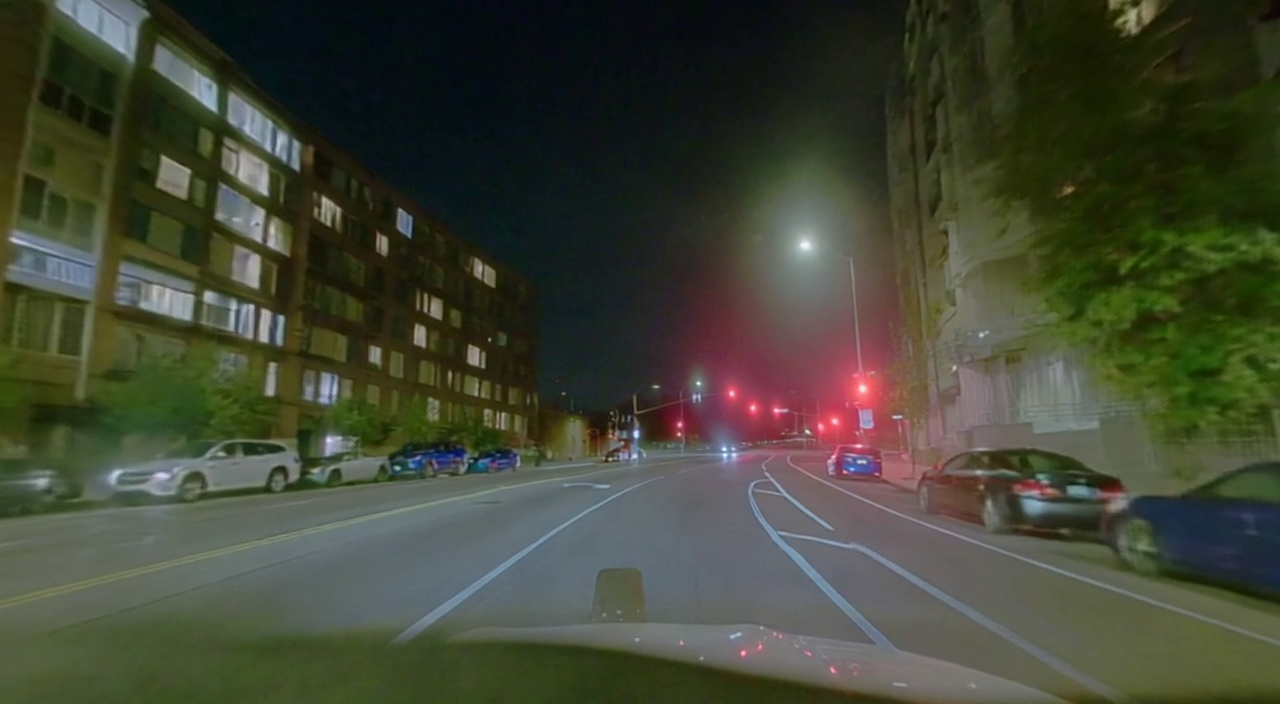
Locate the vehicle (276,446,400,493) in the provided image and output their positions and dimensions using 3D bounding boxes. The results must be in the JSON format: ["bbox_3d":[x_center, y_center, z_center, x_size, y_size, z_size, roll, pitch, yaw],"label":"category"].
[{"bbox_3d":[-10.818,4.208,23.060,1.830,1.497,4.436,-1,-9,9],"label":"vehicle"}]

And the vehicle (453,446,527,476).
[{"bbox_3d":[-8.117,5.948,34.738,1.894,1.493,4.902,-2,-9,14],"label":"vehicle"}]

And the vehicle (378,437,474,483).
[{"bbox_3d":[-9.599,4.869,28.846,2.083,1.882,4.642,-2,-9,10],"label":"vehicle"}]

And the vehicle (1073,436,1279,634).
[{"bbox_3d":[5.756,1.372,4.585,1.876,1.466,4.943,1,-9,2],"label":"vehicle"}]

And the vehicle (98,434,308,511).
[{"bbox_3d":[-11.600,3.198,17.372,1.933,1.759,5.002,-1,-8,4],"label":"vehicle"}]

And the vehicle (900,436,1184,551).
[{"bbox_3d":[6.430,2.270,11.008,2.049,1.517,4.830,-1,-8,4],"label":"vehicle"}]

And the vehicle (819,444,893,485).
[{"bbox_3d":[8.731,4.550,26.051,2.010,1.473,5.353,-1,-9,10],"label":"vehicle"}]

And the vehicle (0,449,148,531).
[{"bbox_3d":[-12.389,2.607,12.144,1.811,1.459,4.702,-1,-8,5],"label":"vehicle"}]
